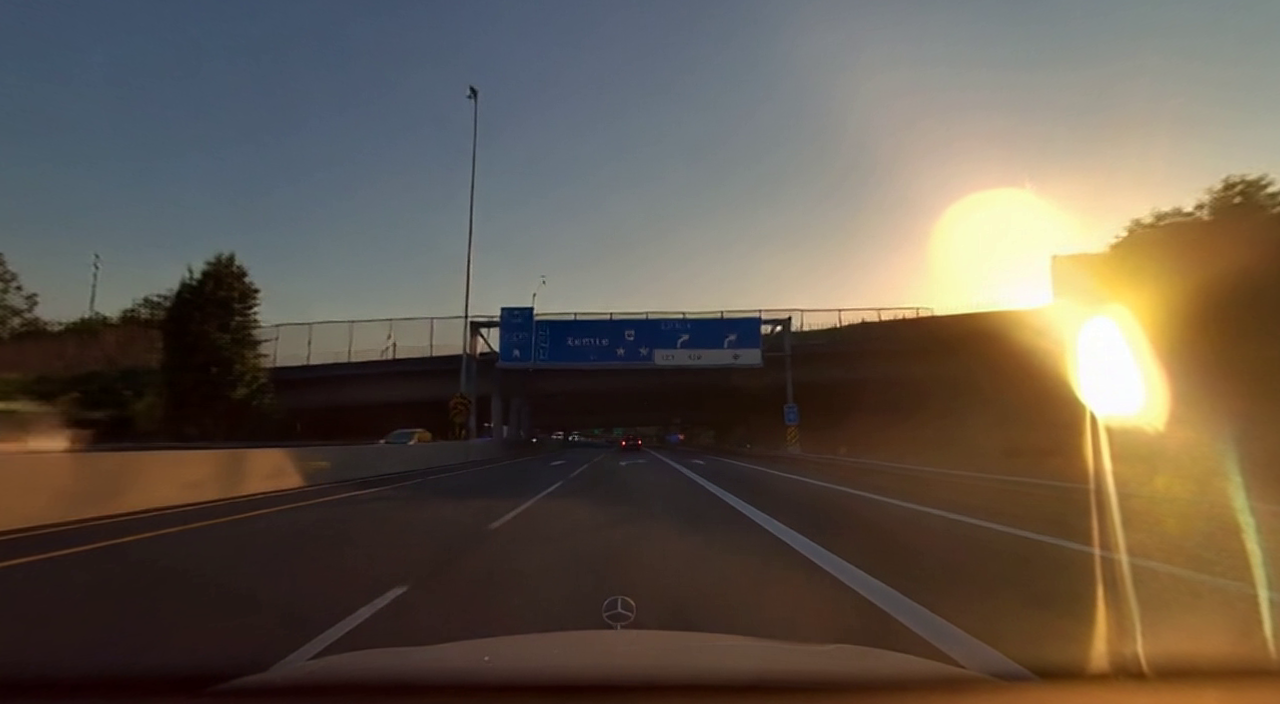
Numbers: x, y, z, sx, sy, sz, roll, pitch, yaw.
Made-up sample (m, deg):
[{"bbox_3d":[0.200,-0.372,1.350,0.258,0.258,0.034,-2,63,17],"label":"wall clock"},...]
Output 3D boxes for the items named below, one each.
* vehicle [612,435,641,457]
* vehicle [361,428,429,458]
[{"bbox_3d":[-1.019,6.819,45.806,2.025,1.519,3.924,0,-8,-2],"label":"vehicle"},{"bbox_3d":[-12.994,4.849,33.660,1.888,1.507,4.509,0,-8,0],"label":"vehicle"}]
